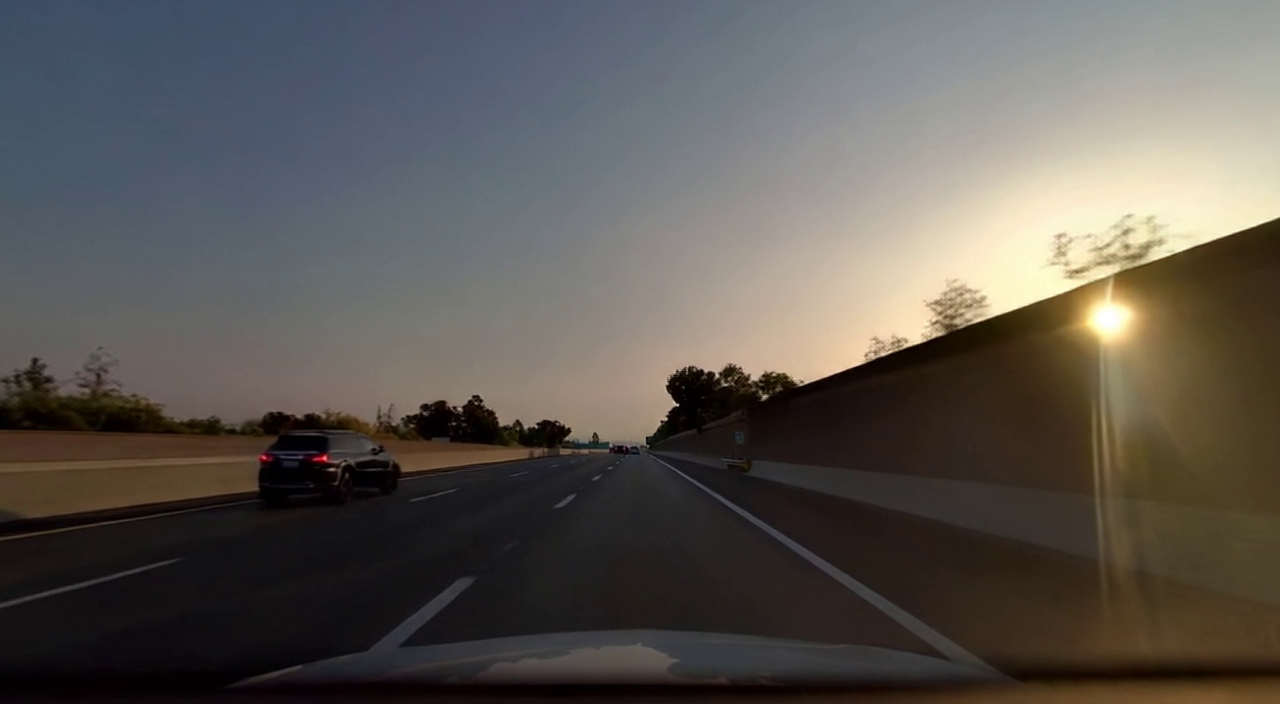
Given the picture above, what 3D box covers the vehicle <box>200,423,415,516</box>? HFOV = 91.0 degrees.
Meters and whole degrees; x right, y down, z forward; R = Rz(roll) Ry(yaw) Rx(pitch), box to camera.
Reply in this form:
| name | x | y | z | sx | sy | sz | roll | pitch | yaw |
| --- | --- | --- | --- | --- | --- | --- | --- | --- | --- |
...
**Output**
| name | x | y | z | sx | sy | sz | roll | pitch | yaw |
| --- | --- | --- | --- | --- | --- | --- | --- | --- | --- |
| vehicle | -6.931 | 2.505 | 13.904 | 2.109 | 1.692 | 4.712 | 0 | -9 | 1 |
